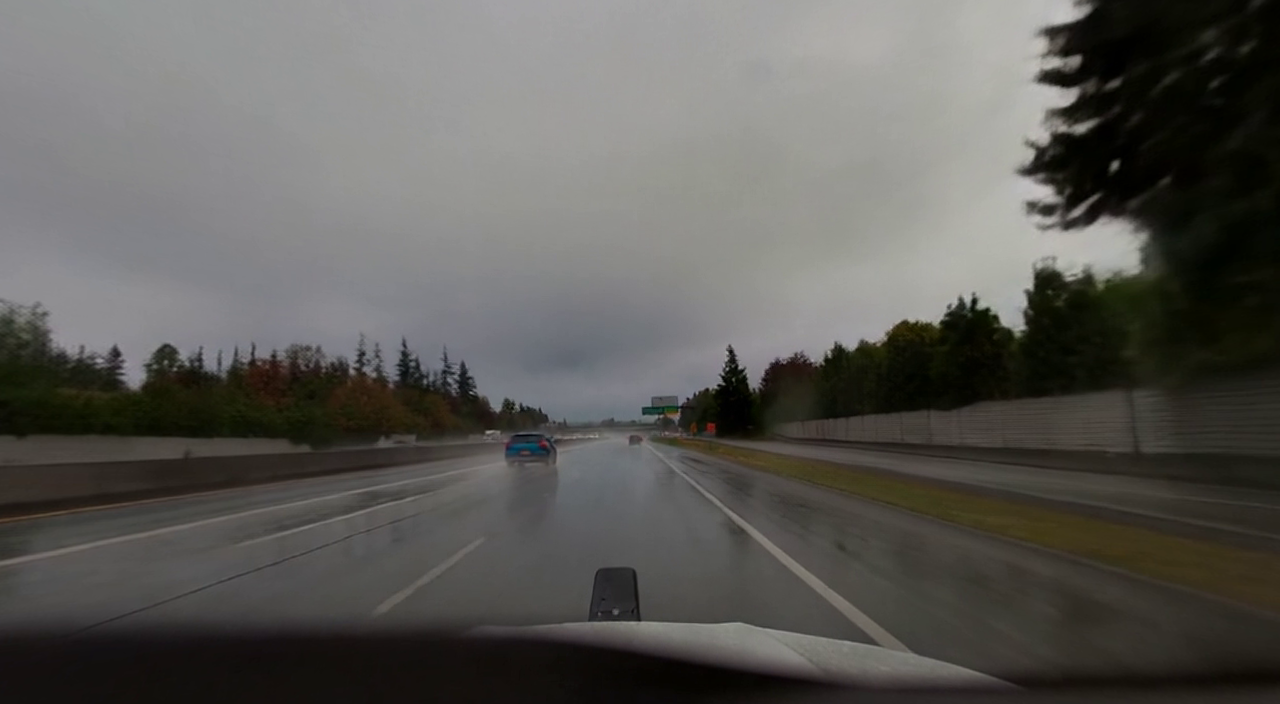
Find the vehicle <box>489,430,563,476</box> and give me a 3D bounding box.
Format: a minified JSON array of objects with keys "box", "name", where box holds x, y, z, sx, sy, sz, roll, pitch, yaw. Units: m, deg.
[{"box":[-4.420,3.954,25.134,2.129,1.641,4.263,0,-7,0],"name":"vehicle"}]
